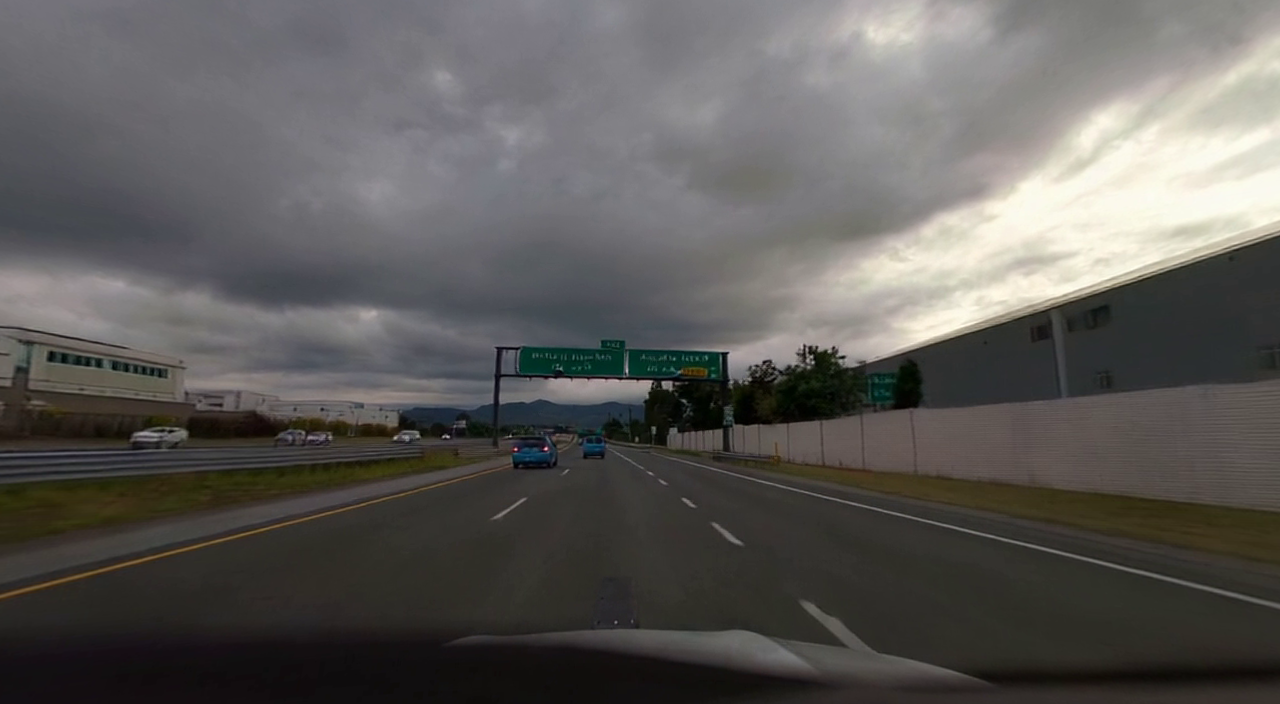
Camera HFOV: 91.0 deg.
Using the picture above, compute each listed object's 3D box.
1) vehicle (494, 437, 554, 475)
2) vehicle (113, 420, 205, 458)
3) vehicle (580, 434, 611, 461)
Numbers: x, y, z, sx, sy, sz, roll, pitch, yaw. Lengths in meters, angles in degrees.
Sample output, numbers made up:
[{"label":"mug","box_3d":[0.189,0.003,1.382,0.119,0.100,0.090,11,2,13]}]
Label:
[{"label":"vehicle","box_3d":[-5.114,4.626,28.221,2.045,1.547,4.162,0,-8,-2]},{"label":"vehicle","box_3d":[-30.933,5.622,40.739,2.173,2.174,5.446,4,-8,-8]},{"label":"vehicle","box_3d":[-3.299,7.177,47.324,2.260,1.901,4.665,0,-8,-3]}]
